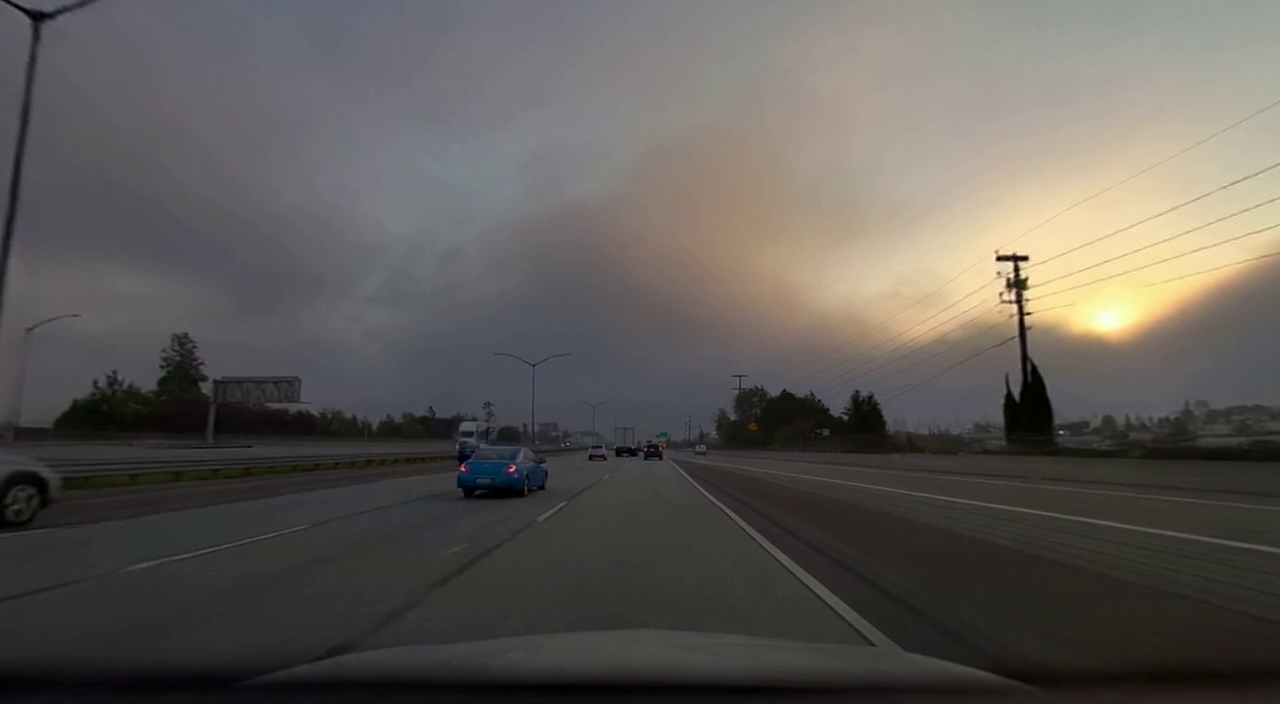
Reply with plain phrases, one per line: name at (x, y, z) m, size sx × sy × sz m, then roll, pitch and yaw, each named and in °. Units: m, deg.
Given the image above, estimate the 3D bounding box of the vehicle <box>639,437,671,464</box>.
vehicle at (1.197, 7.745, 49.719) m, size 2.373 × 1.935 × 4.448 m, roll -1°, pitch -8°, yaw 2°

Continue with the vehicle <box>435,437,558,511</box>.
vehicle at (-3.220, 2.806, 14.990) m, size 1.953 × 1.511 × 3.704 m, roll -1°, pitch -8°, yaw 2°
